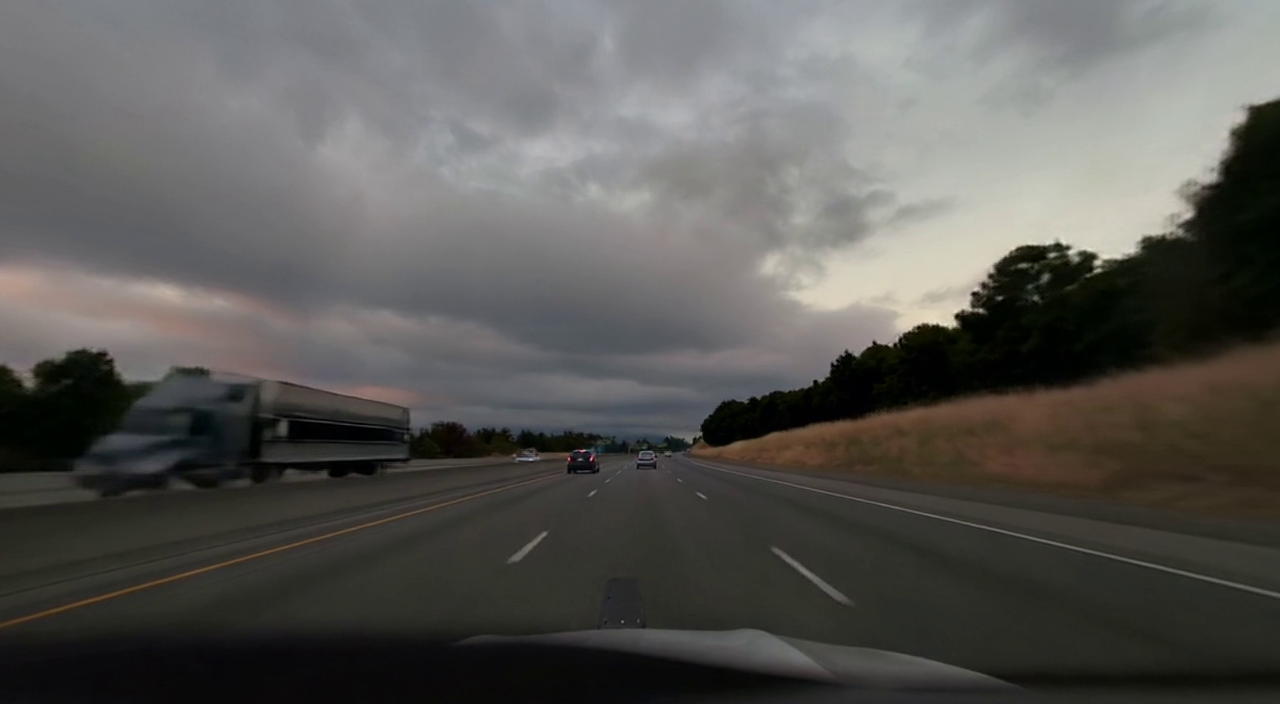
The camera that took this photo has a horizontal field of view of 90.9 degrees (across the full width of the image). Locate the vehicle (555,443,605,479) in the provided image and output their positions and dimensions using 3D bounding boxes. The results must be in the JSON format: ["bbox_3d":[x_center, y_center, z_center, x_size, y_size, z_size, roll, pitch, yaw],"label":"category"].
[{"bbox_3d":[-3.017,5.640,32.802,2.143,1.770,4.283,0,-9,1],"label":"vehicle"}]

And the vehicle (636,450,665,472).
[{"bbox_3d":[0.739,7.926,46.102,2.036,1.519,4.225,0,-9,0],"label":"vehicle"}]

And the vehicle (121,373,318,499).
[{"bbox_3d":[-15.028,3.130,23.236,2.994,4.041,5.835,0,-9,0],"label":"vehicle"}]
